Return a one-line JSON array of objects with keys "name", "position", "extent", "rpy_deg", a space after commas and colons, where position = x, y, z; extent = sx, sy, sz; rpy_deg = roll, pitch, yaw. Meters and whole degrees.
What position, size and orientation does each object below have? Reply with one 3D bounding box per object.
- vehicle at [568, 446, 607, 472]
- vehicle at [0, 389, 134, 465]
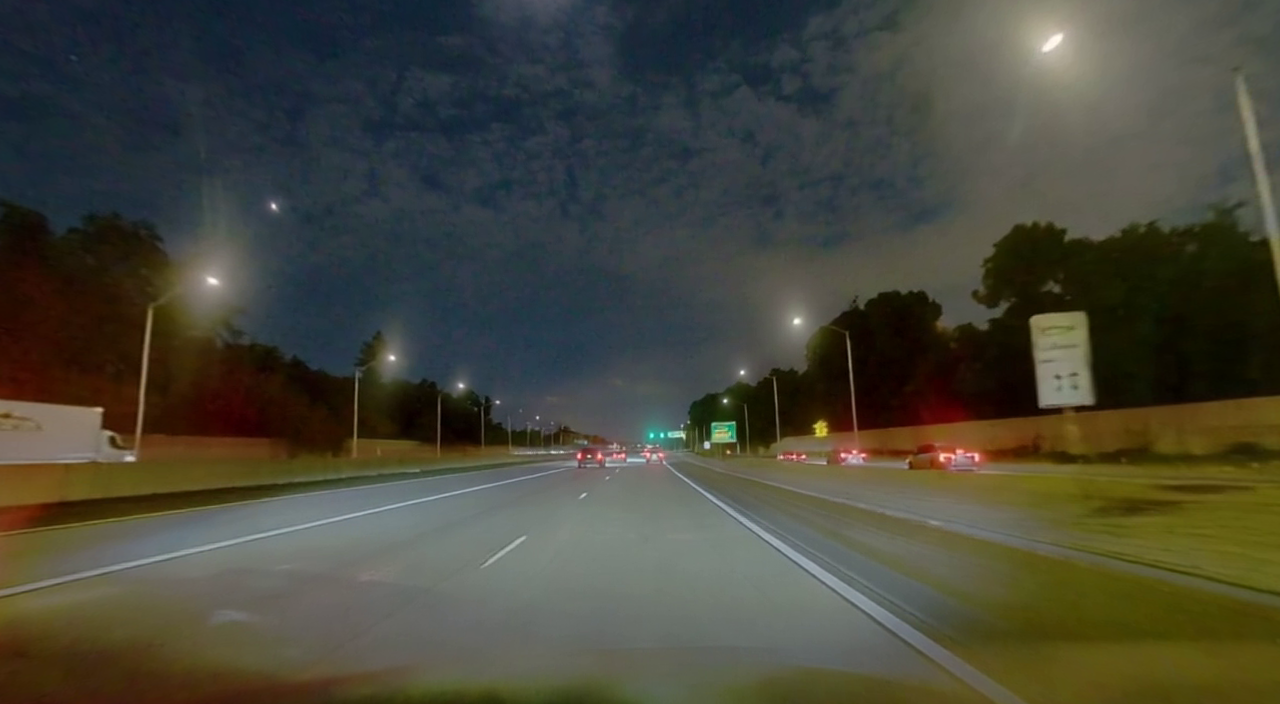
[{"name": "vehicle", "position": [-3.585, 7.437, 43.854], "extent": [2.263, 1.696, 4.321], "rpy_deg": [0, -9, 1]}, {"name": "vehicle", "position": [-34.200, 3.829, 32.055], "extent": [2.917, 3.848, 17.244], "rpy_deg": [0, -9, -1]}]
